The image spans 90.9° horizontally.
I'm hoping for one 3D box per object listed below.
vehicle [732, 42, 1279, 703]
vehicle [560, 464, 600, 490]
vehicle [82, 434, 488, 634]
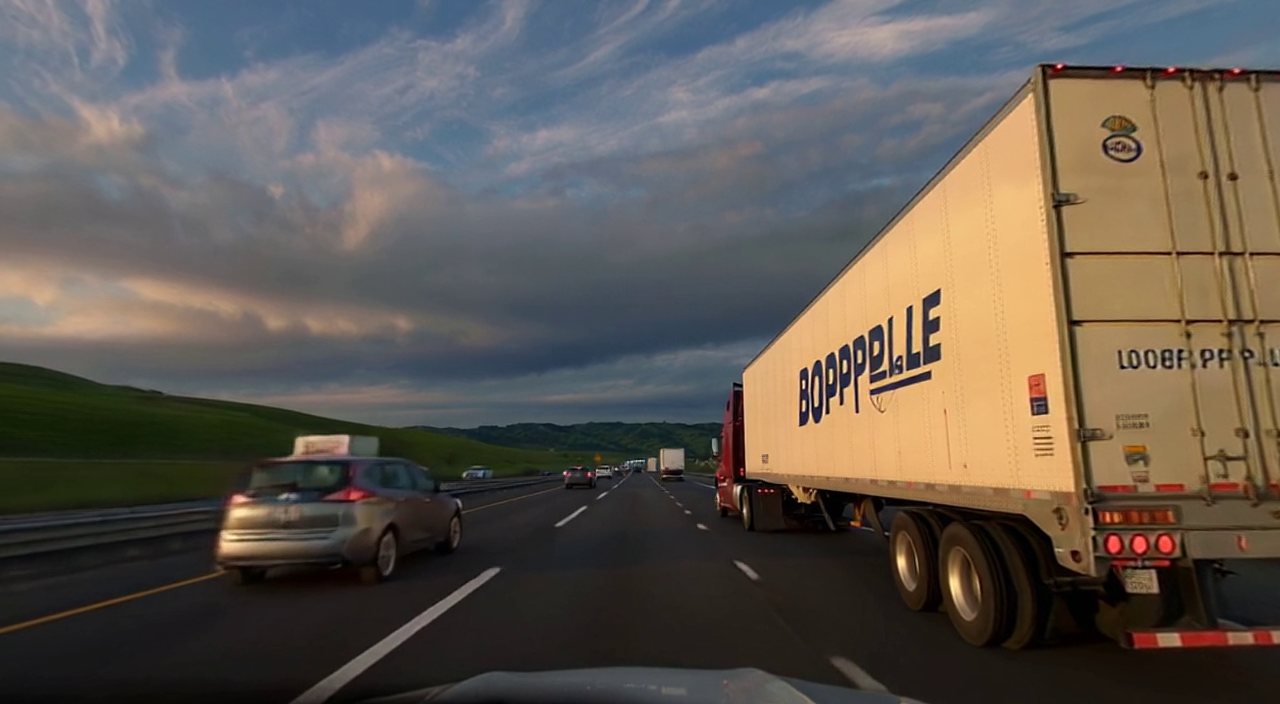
[{"bbox_3d":[4.085,1.311,10.605,2.839,4.062,14.051,1,-11,0],"label":"vehicle"},{"bbox_3d":[-3.907,8.274,41.697,2.088,1.566,4.853,1,-11,1],"label":"vehicle"},{"bbox_3d":[-3.277,1.816,7.095,2.021,1.505,4.286,1,-11,0],"label":"vehicle"}]
